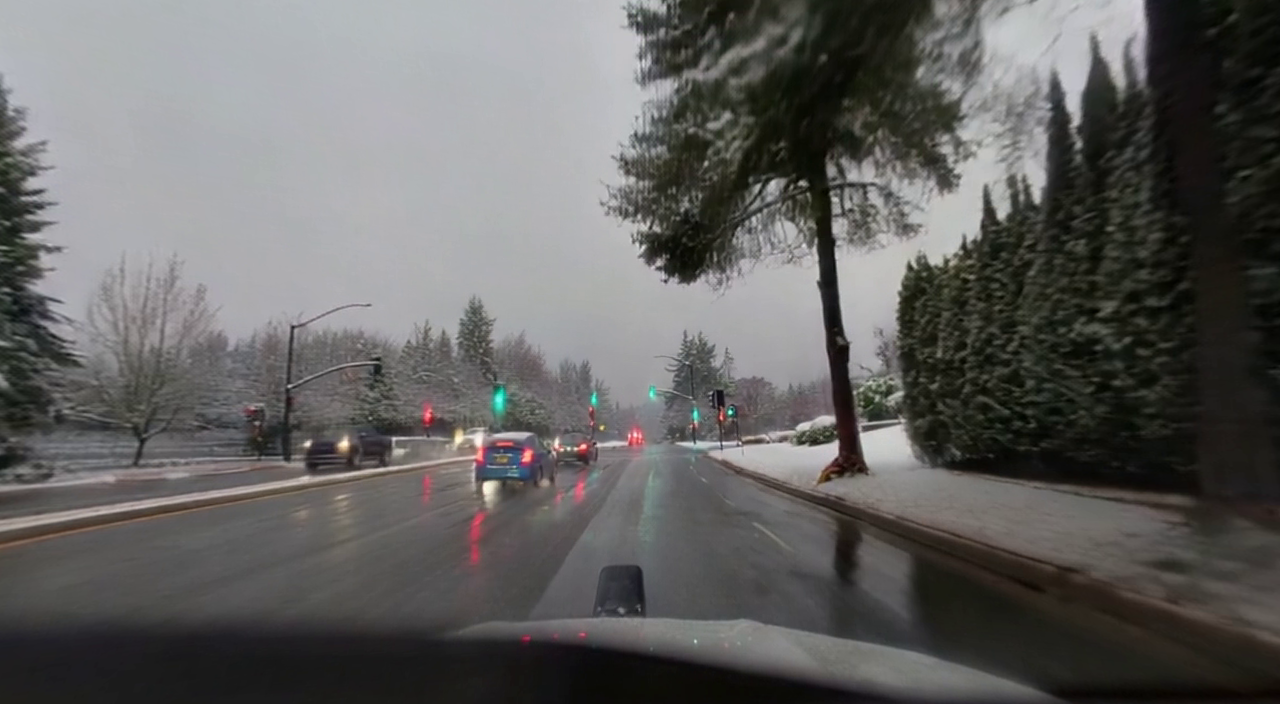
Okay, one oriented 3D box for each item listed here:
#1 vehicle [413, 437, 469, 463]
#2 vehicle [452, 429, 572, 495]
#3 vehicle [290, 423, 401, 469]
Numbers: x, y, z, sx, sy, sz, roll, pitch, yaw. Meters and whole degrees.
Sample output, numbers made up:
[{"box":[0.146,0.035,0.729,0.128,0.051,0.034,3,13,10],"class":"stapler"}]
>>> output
[{"box":[-12.158,5.996,38.865,1.966,1.496,4.470,0,-8,1],"class":"vehicle"},{"box":[-3.188,2.856,16.819,2.038,1.486,4.678,0,-8,2],"class":"vehicle"},{"box":[-16.000,5.199,34.970,2.734,2.261,6.993,0,-8,1],"class":"vehicle"}]
